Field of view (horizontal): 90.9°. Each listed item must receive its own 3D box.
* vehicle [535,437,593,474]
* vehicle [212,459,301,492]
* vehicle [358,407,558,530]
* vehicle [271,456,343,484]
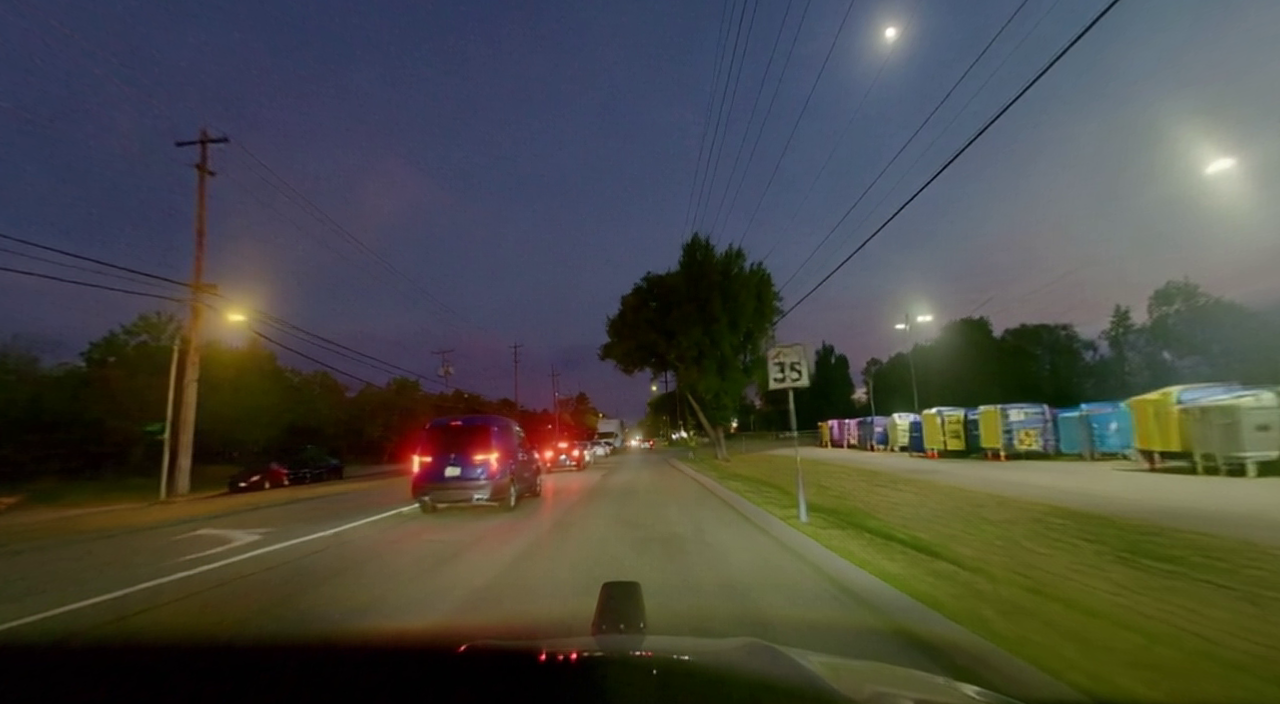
[{"bbox_3d":[-3.231,4.481,27.586,1.998,1.466,4.124,0,-8,1],"label":"vehicle"},{"bbox_3d":[-19.840,6.401,32.895,2.099,1.449,4.749,1,-8,-6],"label":"vehicle"},{"bbox_3d":[-3.065,2.121,12.045,2.180,1.818,5.117,0,-8,1],"label":"vehicle"},{"bbox_3d":[-20.380,7.227,38.774,2.231,1.478,4.603,1,-8,-5],"label":"vehicle"}]
